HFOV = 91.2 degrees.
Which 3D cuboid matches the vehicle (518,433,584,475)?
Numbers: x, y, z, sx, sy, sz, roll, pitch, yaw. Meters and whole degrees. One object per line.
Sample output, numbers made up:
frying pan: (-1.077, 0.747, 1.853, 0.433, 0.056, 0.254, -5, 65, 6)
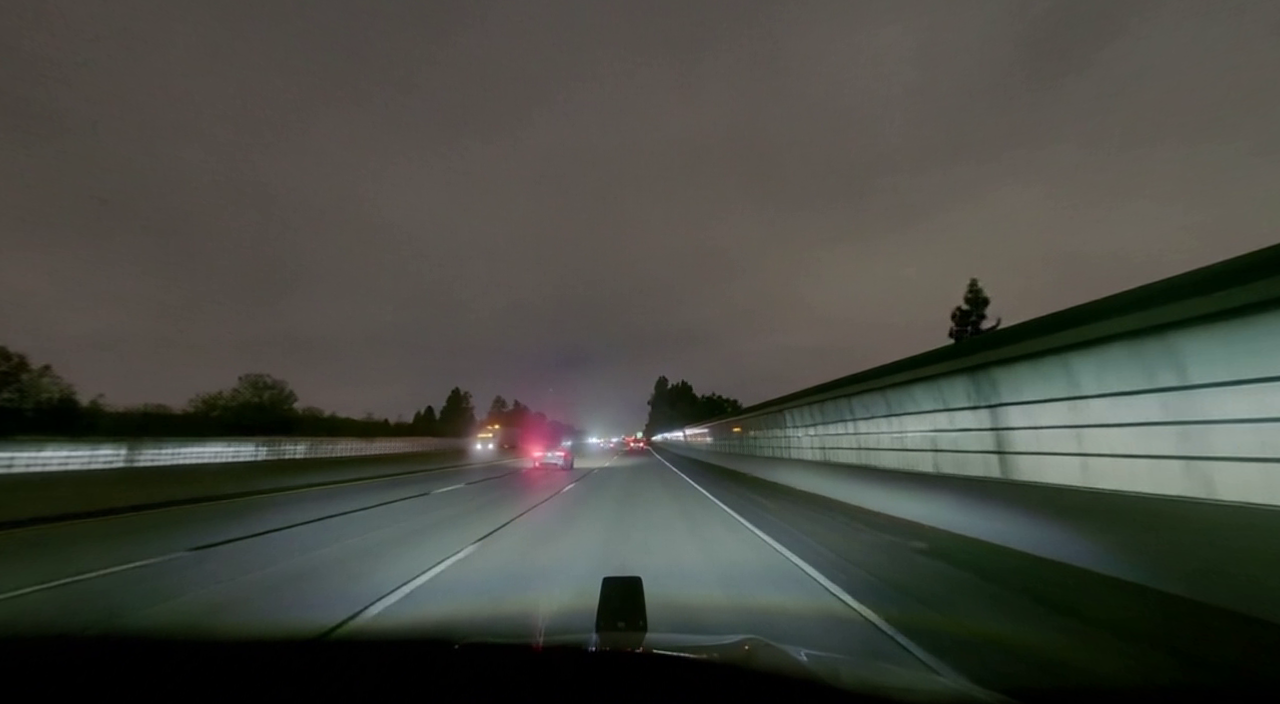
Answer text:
vehicle: (-3.542, 4.161, 25.759, 2.059, 1.541, 4.296, 0, -8, 0)
